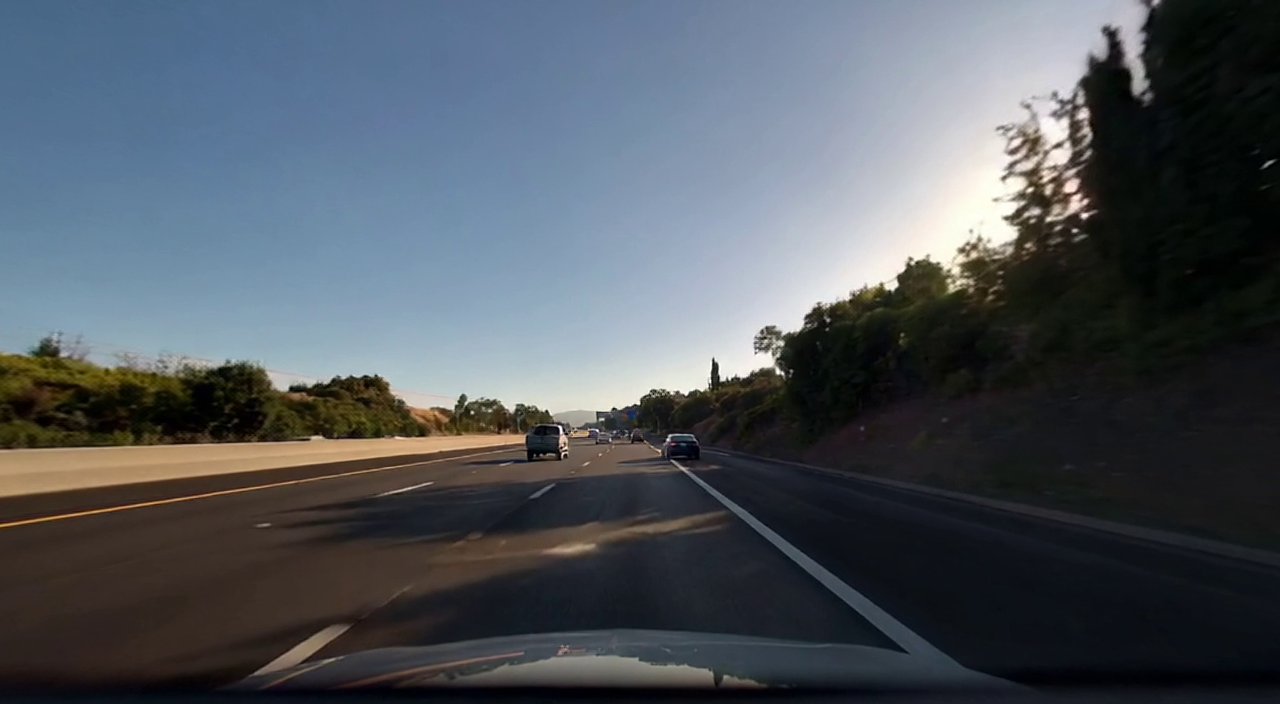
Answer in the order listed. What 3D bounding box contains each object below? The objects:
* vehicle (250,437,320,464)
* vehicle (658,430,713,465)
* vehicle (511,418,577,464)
[{"bbox_3d":[-20.200,5.614,35.993,1.760,1.466,3.848,0,-8,0],"label":"vehicle"},{"bbox_3d":[1.974,4.288,28.389,1.948,1.470,3.913,0,-8,-3],"label":"vehicle"},{"bbox_3d":[-4.280,4.066,28.874,2.251,1.938,4.708,0,-8,0],"label":"vehicle"}]
